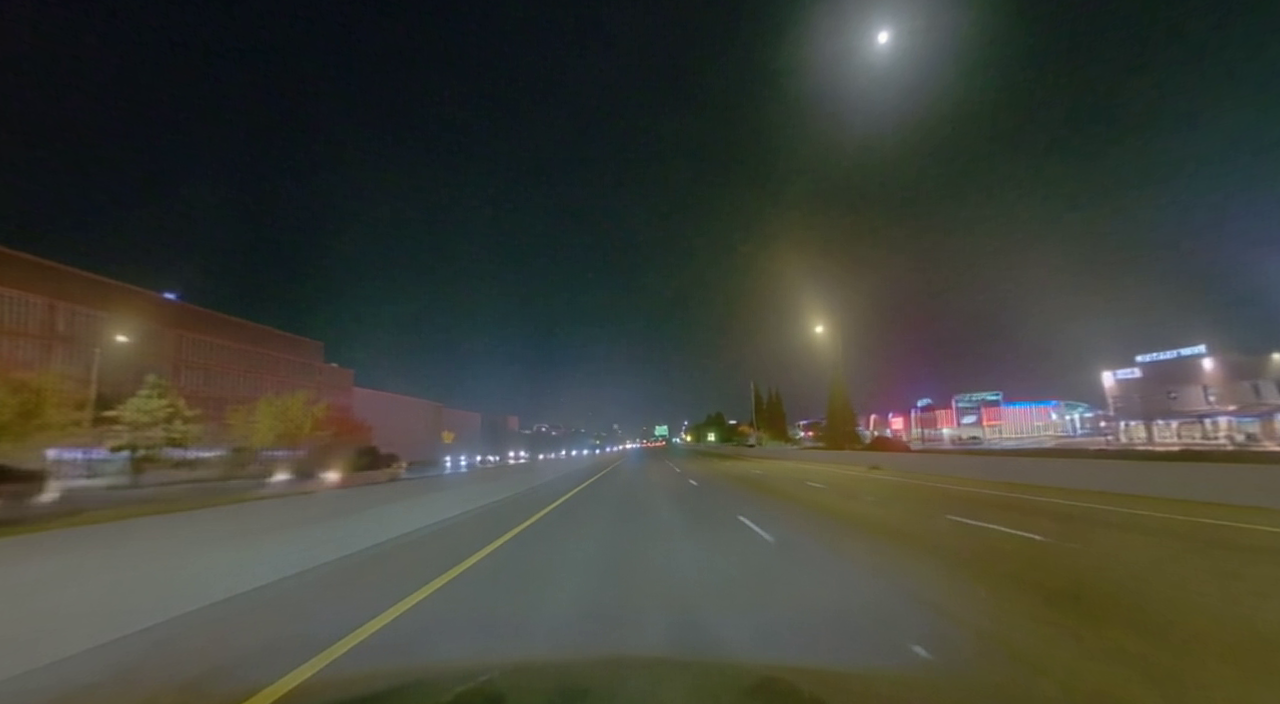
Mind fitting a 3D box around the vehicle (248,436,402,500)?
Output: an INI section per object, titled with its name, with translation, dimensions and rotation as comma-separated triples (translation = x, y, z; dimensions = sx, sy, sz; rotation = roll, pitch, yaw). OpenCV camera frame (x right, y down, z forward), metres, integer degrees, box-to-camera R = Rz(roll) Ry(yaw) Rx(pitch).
[vehicle]
translation = -10.825, 4.023, 22.423
dimensions = 2.307, 1.934, 6.053
rotation = 0, -8, 0
